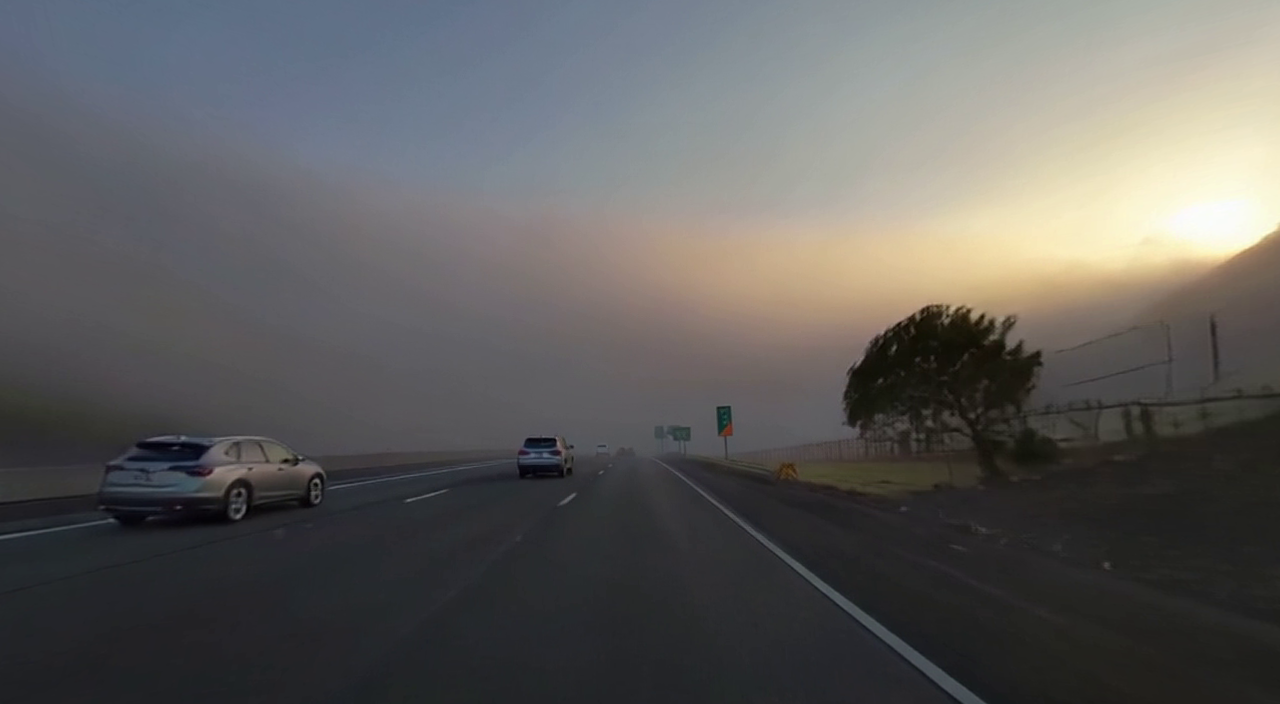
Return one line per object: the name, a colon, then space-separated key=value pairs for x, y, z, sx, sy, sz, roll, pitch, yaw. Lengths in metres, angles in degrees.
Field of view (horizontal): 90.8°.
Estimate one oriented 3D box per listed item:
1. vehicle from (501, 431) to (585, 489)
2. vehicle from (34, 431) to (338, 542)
vehicle: x=-3.153 y=3.623 z=21.511 sx=2.029 sy=1.753 sz=4.718 roll=0 pitch=-8 yaw=1
vehicle: x=-7.352 y=2.194 z=11.021 sx=1.930 sy=1.508 sz=4.567 roll=0 pitch=-8 yaw=0
